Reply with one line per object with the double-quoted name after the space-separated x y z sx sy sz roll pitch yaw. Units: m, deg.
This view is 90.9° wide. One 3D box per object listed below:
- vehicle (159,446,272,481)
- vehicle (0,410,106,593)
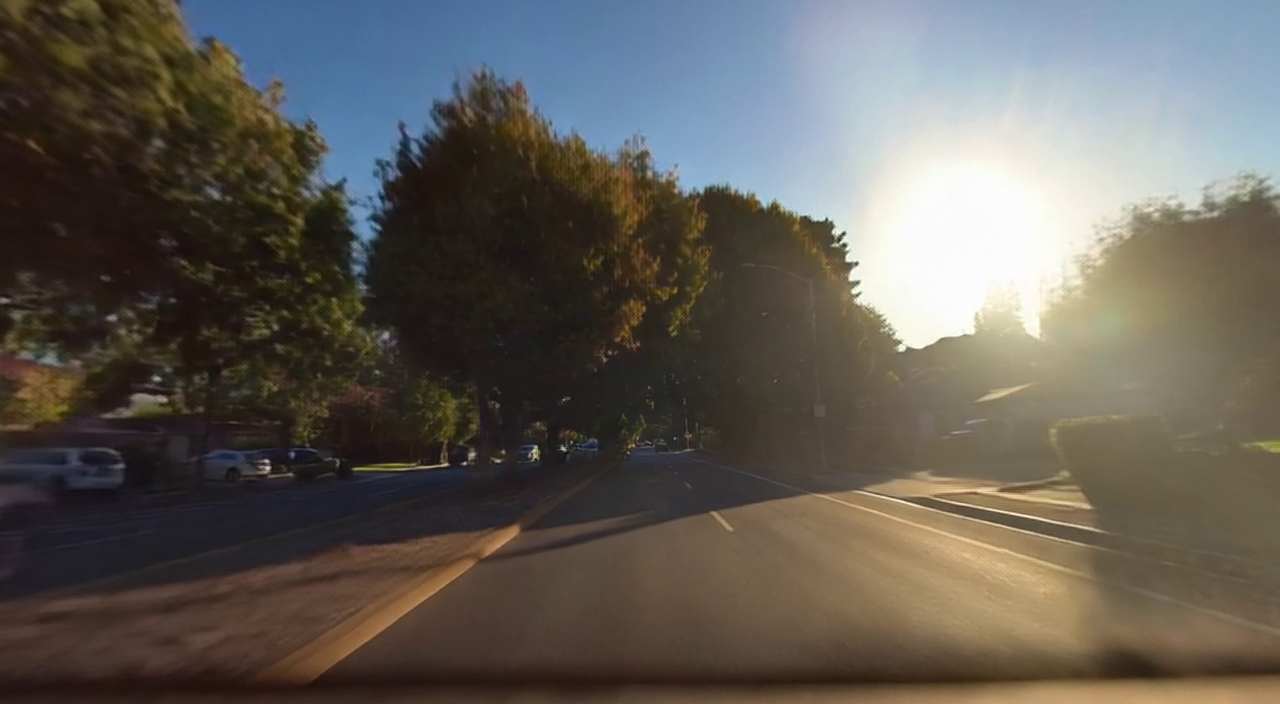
-22.426 5.885 33.431 4.530 1.769 2.003 0 -8 1 "vehicle"
-7.170 1.290 5.039 2.000 1.738 4.251 0 -8 1 "vehicle"
